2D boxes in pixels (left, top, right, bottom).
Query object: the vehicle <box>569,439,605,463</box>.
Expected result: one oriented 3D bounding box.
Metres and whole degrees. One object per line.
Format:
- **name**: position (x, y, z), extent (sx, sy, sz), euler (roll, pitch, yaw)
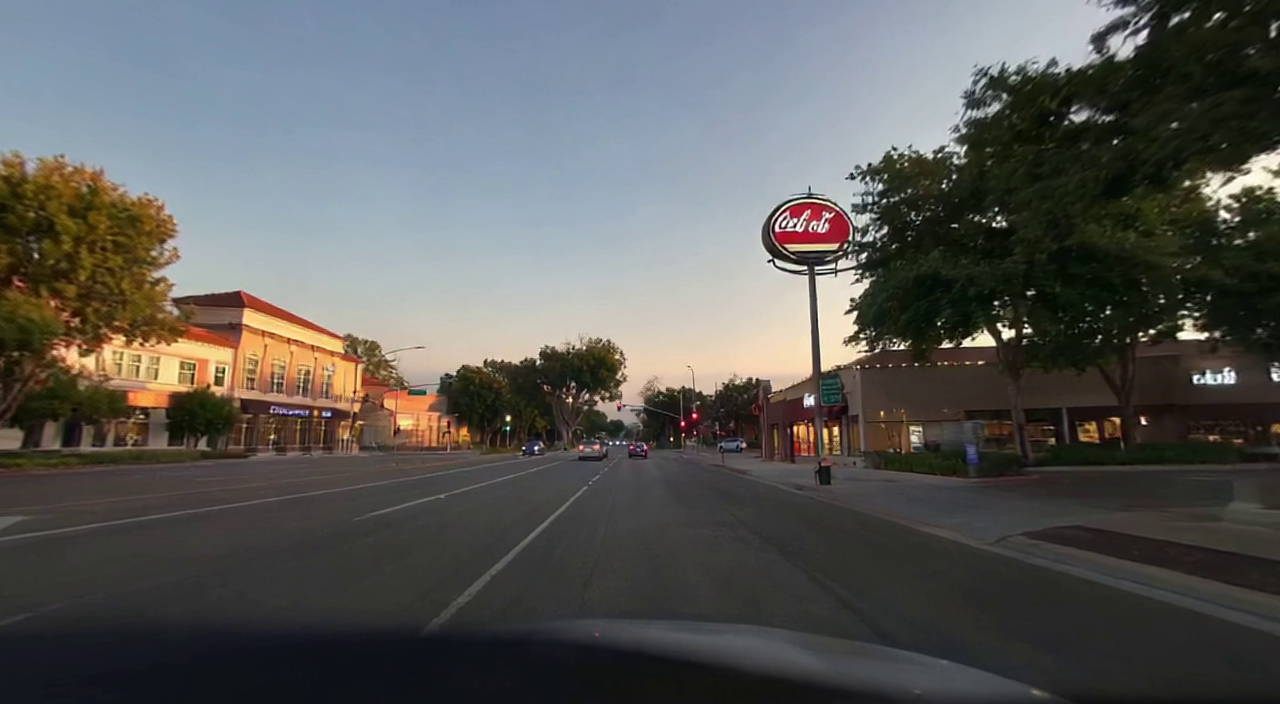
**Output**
- **vehicle**: position (-3.428, 6.499, 41.534), extent (2.029, 1.517, 4.375), euler (0, -8, 0)
